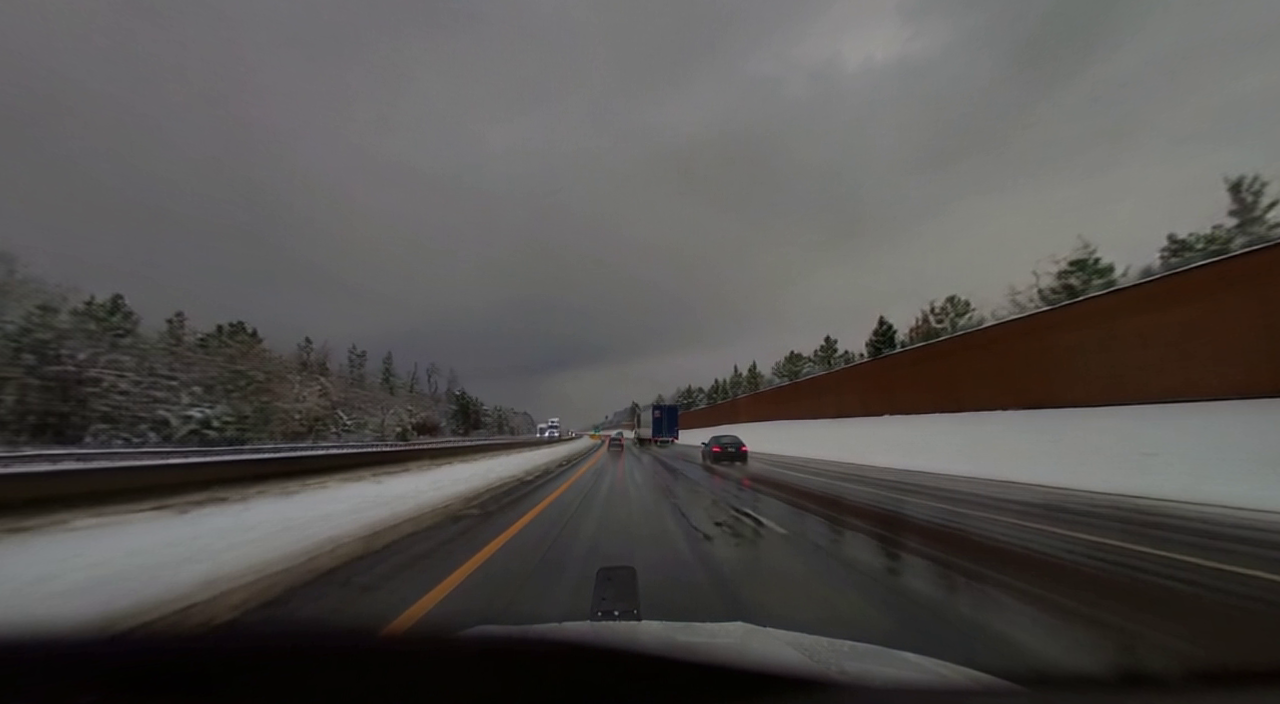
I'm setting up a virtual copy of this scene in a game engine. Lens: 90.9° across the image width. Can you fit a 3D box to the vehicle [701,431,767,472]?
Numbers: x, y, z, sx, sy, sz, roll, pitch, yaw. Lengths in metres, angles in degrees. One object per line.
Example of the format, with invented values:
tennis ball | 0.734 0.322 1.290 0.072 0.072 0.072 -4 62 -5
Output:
vehicle | 3.639 3.905 25.163 1.813 1.454 4.197 0 -7 -3
